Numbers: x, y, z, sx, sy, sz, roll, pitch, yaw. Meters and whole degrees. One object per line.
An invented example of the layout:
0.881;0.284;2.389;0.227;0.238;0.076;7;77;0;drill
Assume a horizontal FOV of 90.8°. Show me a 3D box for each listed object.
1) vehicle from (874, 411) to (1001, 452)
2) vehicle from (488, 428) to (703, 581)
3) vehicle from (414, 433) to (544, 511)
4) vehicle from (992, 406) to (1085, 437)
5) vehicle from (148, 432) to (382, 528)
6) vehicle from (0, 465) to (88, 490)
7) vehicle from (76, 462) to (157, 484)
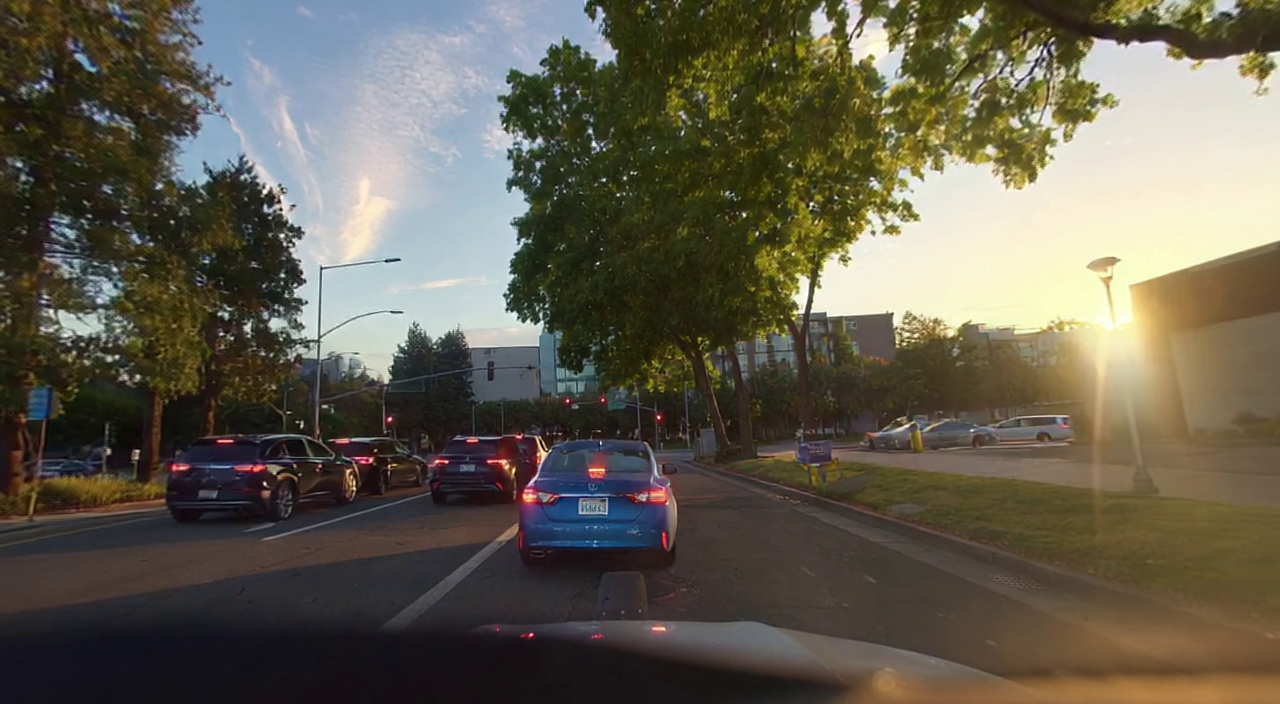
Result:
13.940;3.779;29.826;4.975;1.809;1.956;0;-9;1;vehicle
-0.419;1.802;8.235;2.104;1.472;3.946;0;-9;0;vehicle
-3.624;2.768;15.021;1.969;1.570;4.019;0;-9;1;vehicle
28.231;4.968;44.998;5.333;1.880;2.130;-7;-9;28;vehicle
-7.278;2.506;12.942;2.096;1.593;4.288;0;-9;1;vehicle
-36.622;7.633;38.544;4.093;1.440;1.804;0;-9;0;vehicle
-36.342;8.392;43.883;3.918;1.423;1.861;0;-9;-1;vehicle
